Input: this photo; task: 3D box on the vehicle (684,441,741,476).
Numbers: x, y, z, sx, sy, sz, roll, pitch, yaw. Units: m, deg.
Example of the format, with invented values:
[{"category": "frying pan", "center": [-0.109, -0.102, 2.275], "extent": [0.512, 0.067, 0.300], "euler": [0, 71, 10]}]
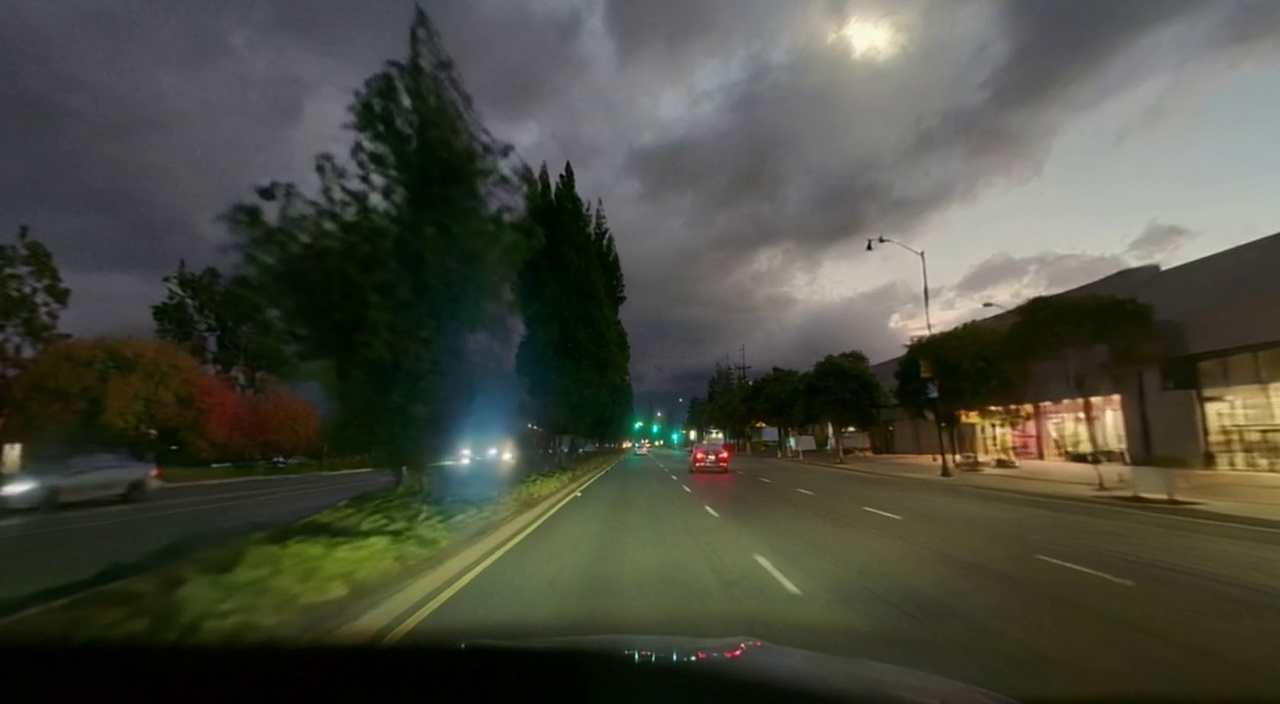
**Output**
[{"category": "vehicle", "center": [3.255, 4.885, 29.151], "extent": [1.983, 1.482, 4.463], "euler": [0, -9, -1]}]

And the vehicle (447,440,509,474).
[{"category": "vehicle", "center": [-8.744, 5.701, 34.592], "extent": [2.157, 1.720, 4.563], "euler": [0, -9, 1]}]

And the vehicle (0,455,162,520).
[{"category": "vehicle", "center": [-15.676, 3.524, 17.005], "extent": [2.000, 1.452, 4.469], "euler": [0, -9, 2]}]
